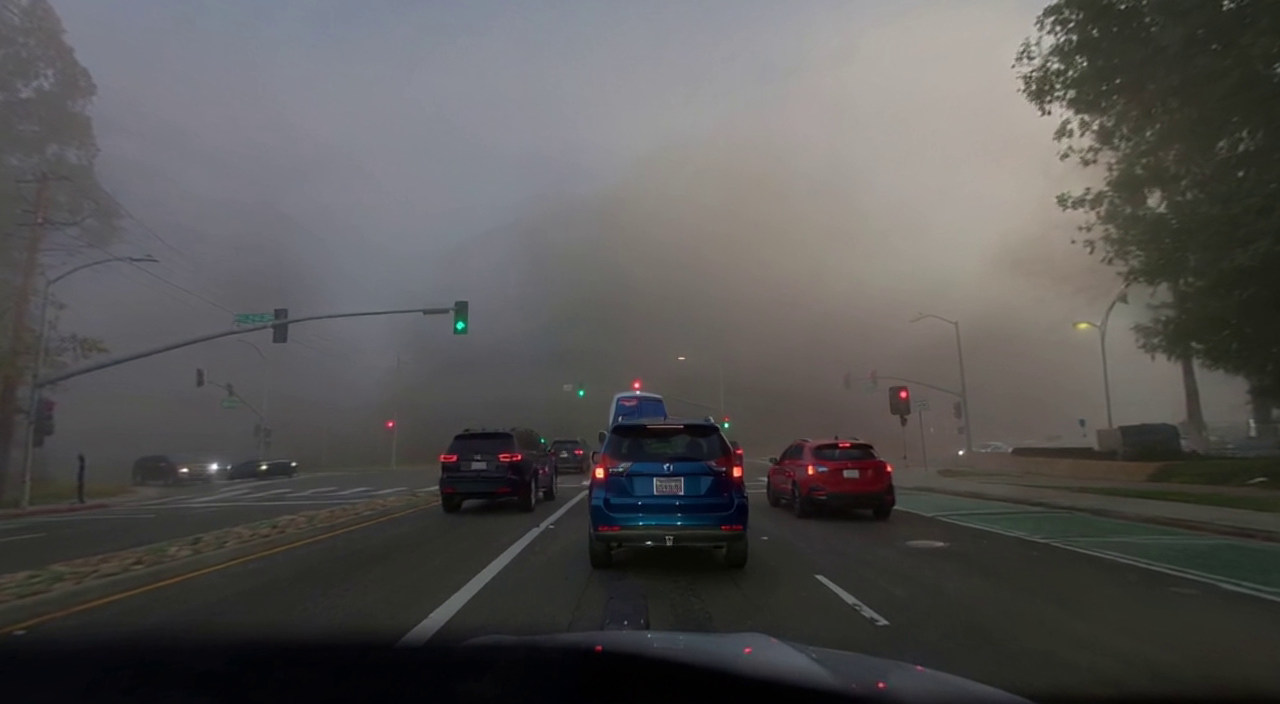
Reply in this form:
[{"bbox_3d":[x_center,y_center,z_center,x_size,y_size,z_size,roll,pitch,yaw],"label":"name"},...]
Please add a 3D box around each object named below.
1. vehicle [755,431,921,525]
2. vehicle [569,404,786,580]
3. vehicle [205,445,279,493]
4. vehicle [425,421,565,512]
[{"bbox_3d":[3.758,2.453,12.824,1.954,1.592,3.992,0,-8,-2],"label":"vehicle"},{"bbox_3d":[0.364,1.728,8.590,2.172,1.764,4.338,0,-8,0],"label":"vehicle"},{"bbox_3d":[-15.519,4.453,24.440,1.926,1.636,4.395,6,-10,-37],"label":"vehicle"},{"bbox_3d":[-3.245,2.699,15.333,2.209,1.828,4.847,0,-8,0],"label":"vehicle"}]
